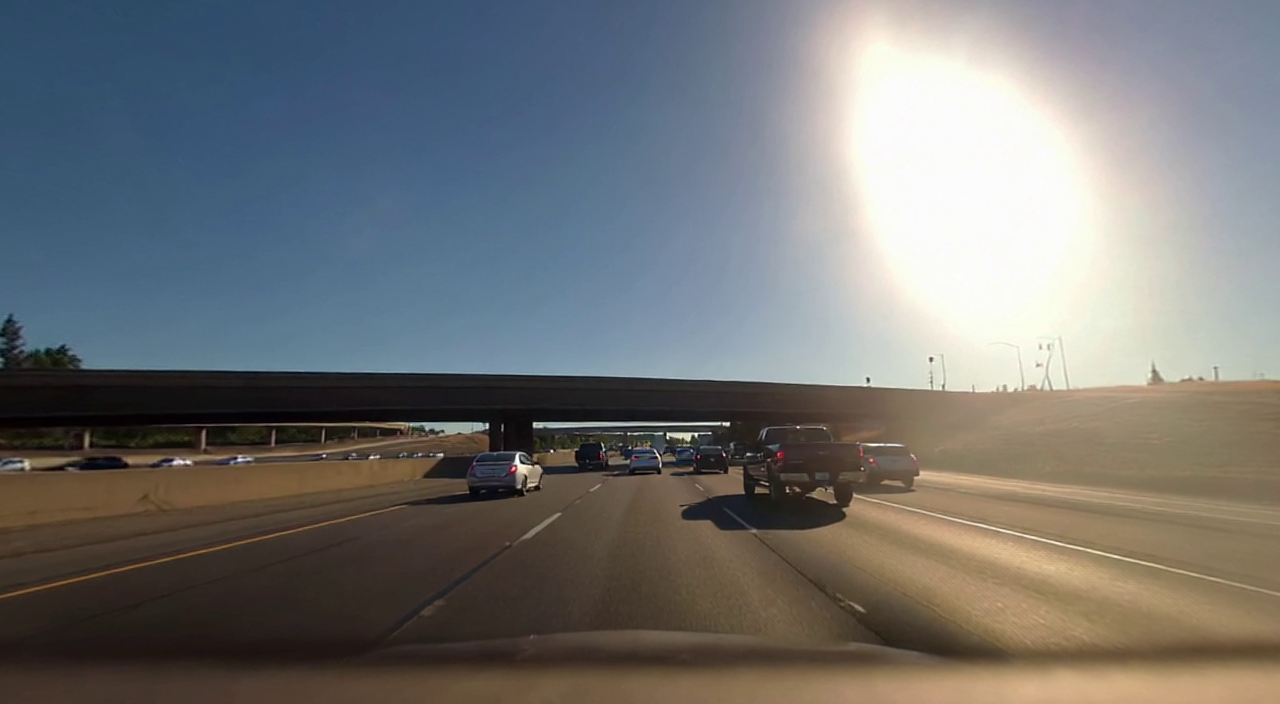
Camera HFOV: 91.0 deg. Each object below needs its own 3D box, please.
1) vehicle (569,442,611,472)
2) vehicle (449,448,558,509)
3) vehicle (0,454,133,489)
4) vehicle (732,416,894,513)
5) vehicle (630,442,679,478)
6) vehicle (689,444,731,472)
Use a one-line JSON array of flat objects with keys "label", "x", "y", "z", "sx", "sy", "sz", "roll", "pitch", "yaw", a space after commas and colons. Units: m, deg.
[{"label": "vehicle", "x": -3.072, "y": 6.646, "z": 40.049, "sx": 2.176, "sy": 1.783, "sz": 4.799, "roll": 0, "pitch": -9, "yaw": 1}, {"label": "vehicle", "x": -3.552, "y": 3.356, "z": 17.246, "sx": 1.947, "sy": 1.424, "sz": 4.264, "roll": 0, "pitch": -9, "yaw": 1}, {"label": "vehicle", "x": -33.971, "y": 7.071, "z": 37.601, "sx": 2.129, "sy": 1.812, "sz": 6.123, "roll": 0, "pitch": -9, "yaw": 1}, {"label": "vehicle", "x": 3.888, "y": 2.682, "z": 15.464, "sx": 2.340, "sy": 1.925, "sz": 5.529, "roll": 0, "pitch": -9, "yaw": -1}, {"label": "vehicle", "x": 0.661, "y": 5.145, "z": 30.093, "sx": 2.147, "sy": 1.572, "sz": 4.094, "roll": 0, "pitch": -9, "yaw": 1}, {"label": "vehicle", "x": 4.345, "y": 6.654, "z": 39.792, "sx": 2.145, "sy": 1.636, "sz": 4.437, "roll": 0, "pitch": -9, "yaw": 0}]
